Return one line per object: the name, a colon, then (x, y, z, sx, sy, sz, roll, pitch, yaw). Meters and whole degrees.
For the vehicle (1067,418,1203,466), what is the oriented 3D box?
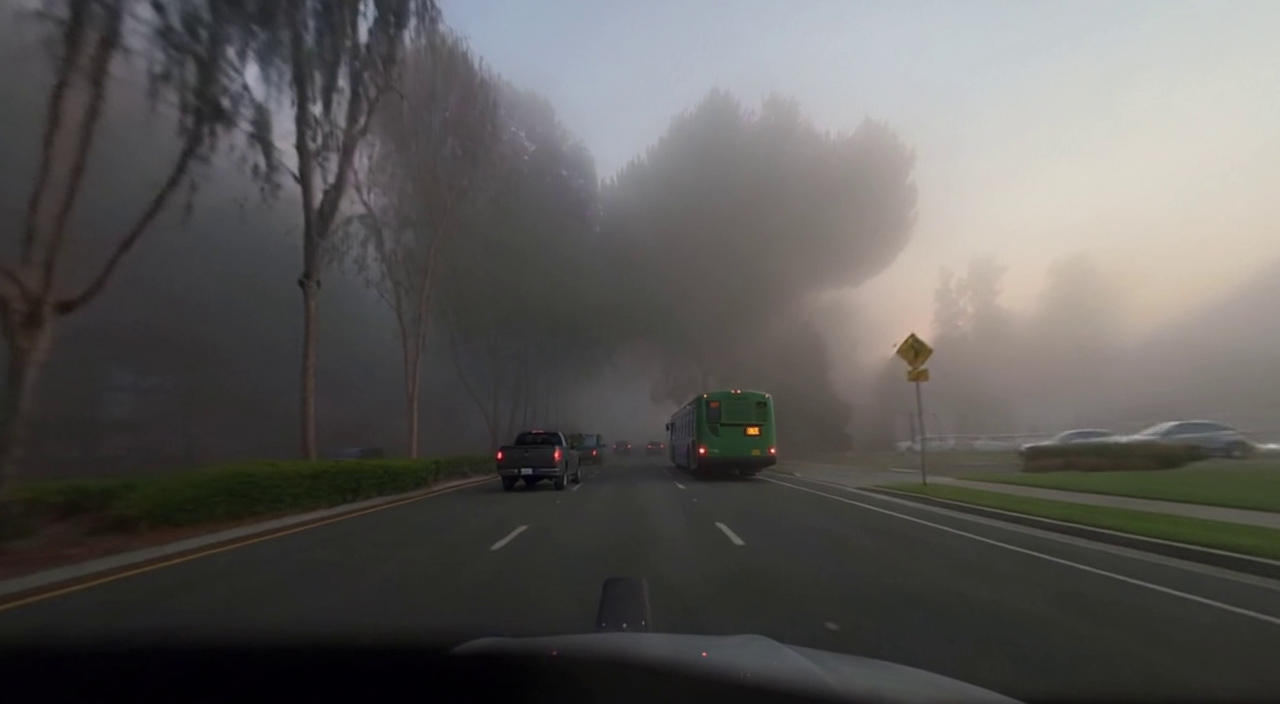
vehicle: (19.253, 3.556, 24.810, 2.062, 1.683, 4.209, -1, -8, 3)

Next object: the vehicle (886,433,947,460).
vehicle: (16.421, 5.694, 37.672, 1.797, 1.455, 4.342, -2, -9, 3)

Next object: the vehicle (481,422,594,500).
vehicle: (-2.652, 2.997, 17.742, 2.074, 1.849, 5.137, -1, -8, 3)

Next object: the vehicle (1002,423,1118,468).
vehicle: (16.642, 3.741, 25.266, 1.972, 1.648, 4.016, -1, -8, 2)

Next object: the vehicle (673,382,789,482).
vehicle: (3.336, 3.559, 27.156, 3.059, 3.264, 12.623, 0, -8, 0)

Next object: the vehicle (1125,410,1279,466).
vehicle: (21.890, 3.375, 24.596, 2.152, 1.945, 4.827, 0, -8, 2)
